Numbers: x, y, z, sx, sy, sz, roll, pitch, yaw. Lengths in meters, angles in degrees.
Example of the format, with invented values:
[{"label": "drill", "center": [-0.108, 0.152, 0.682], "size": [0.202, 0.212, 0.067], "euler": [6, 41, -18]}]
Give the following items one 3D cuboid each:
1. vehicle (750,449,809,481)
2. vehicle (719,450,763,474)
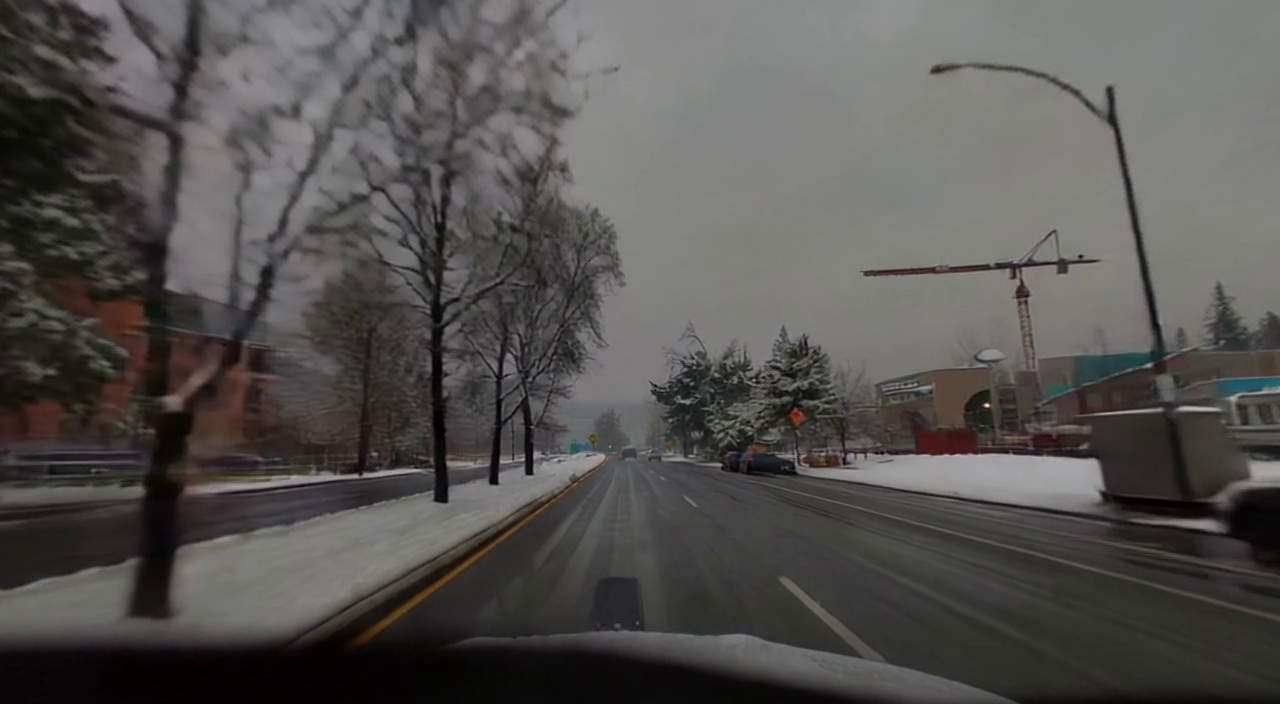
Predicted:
[{"label": "vehicle", "center": [7.715, 6.265, 35.356], "size": [1.974, 1.472, 4.654], "euler": [4, -9, -3]}, {"label": "vehicle", "center": [7.412, 8.111, 46.862], "size": [1.977, 1.540, 4.307], "euler": [5, -9, -8]}]
